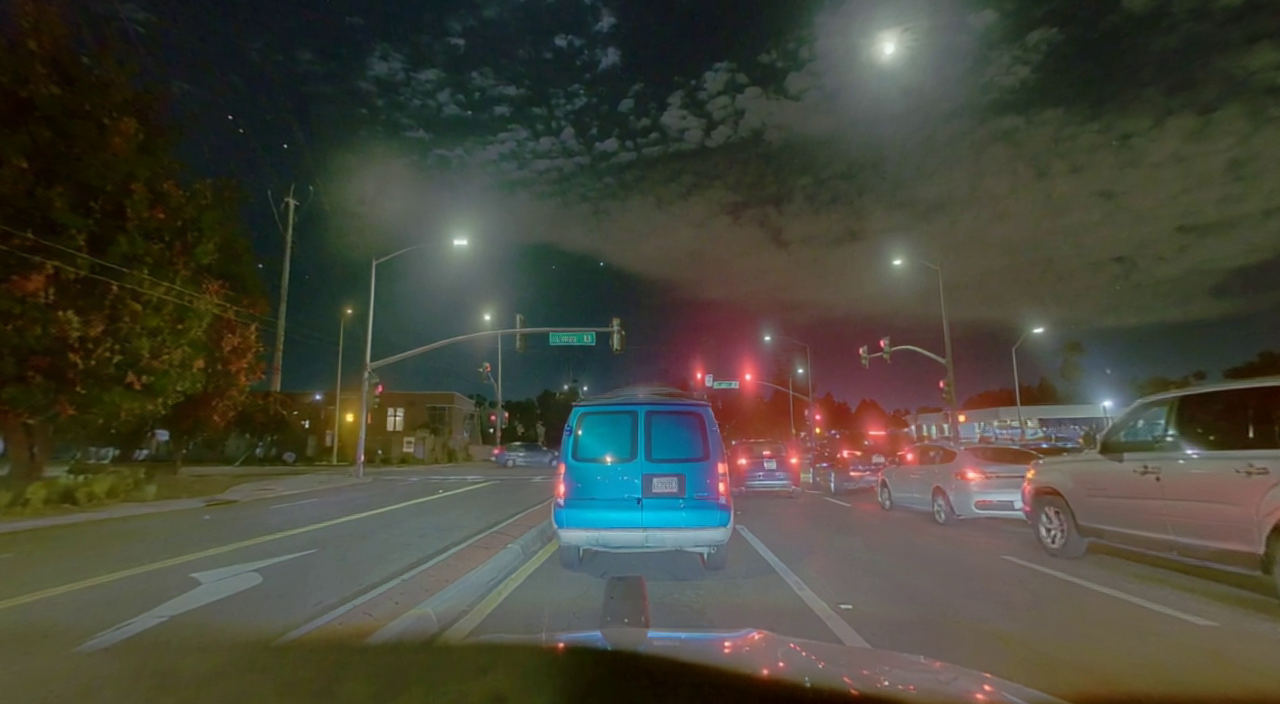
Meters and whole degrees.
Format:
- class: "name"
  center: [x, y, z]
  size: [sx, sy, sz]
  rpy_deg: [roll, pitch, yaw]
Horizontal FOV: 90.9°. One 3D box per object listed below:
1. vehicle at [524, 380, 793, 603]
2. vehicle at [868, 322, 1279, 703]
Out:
- class: "vehicle"
  center: [0.168, 1.465, 7.432]
  size: [2.185, 1.822, 4.391]
  rpy_deg: [0, -8, 1]
- class: "vehicle"
  center: [2.899, 0.946, 3.175]
  size: [1.971, 1.663, 4.287]
  rpy_deg: [0, -8, 2]
